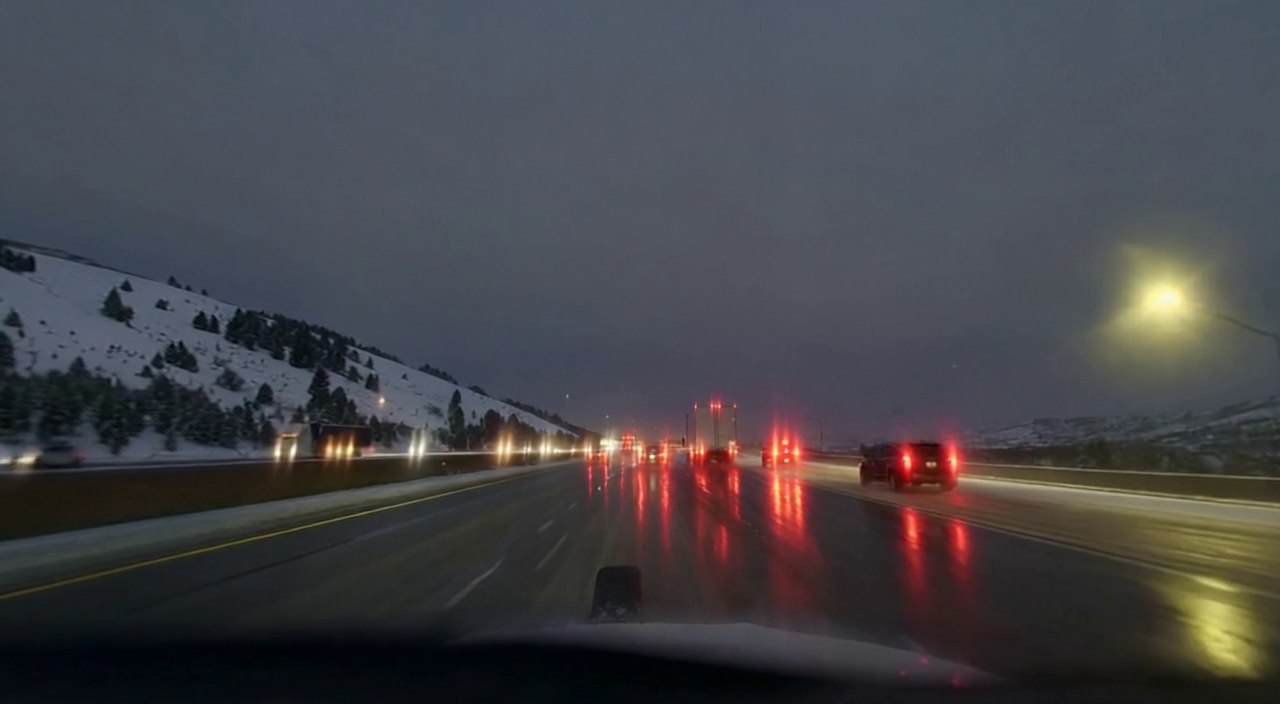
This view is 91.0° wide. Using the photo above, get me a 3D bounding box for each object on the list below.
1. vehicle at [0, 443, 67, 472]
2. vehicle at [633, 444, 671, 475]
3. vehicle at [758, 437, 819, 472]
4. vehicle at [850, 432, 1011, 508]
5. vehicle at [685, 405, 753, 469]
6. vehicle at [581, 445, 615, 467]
[{"bbox_3d":[-34.635,5.812,34.739,1.799,1.525,4.373,0,-9,2],"label":"vehicle"},{"bbox_3d":[0.635,5.632,33.198,1.866,1.492,3.932,0,-9,1],"label":"vehicle"},{"bbox_3d":[8.022,5.586,34.474,2.143,1.775,4.729,0,-9,0],"label":"vehicle"},{"bbox_3d":[7.200,2.959,16.247,2.044,1.676,4.421,0,-9,0],"label":"vehicle"},{"bbox_3d":[4.878,5.629,41.289,3.130,3.607,11.129,0,-9,1],"label":"vehicle"},{"bbox_3d":[-3.056,7.666,46.667,2.132,1.506,4.256,0,-9,1],"label":"vehicle"}]
